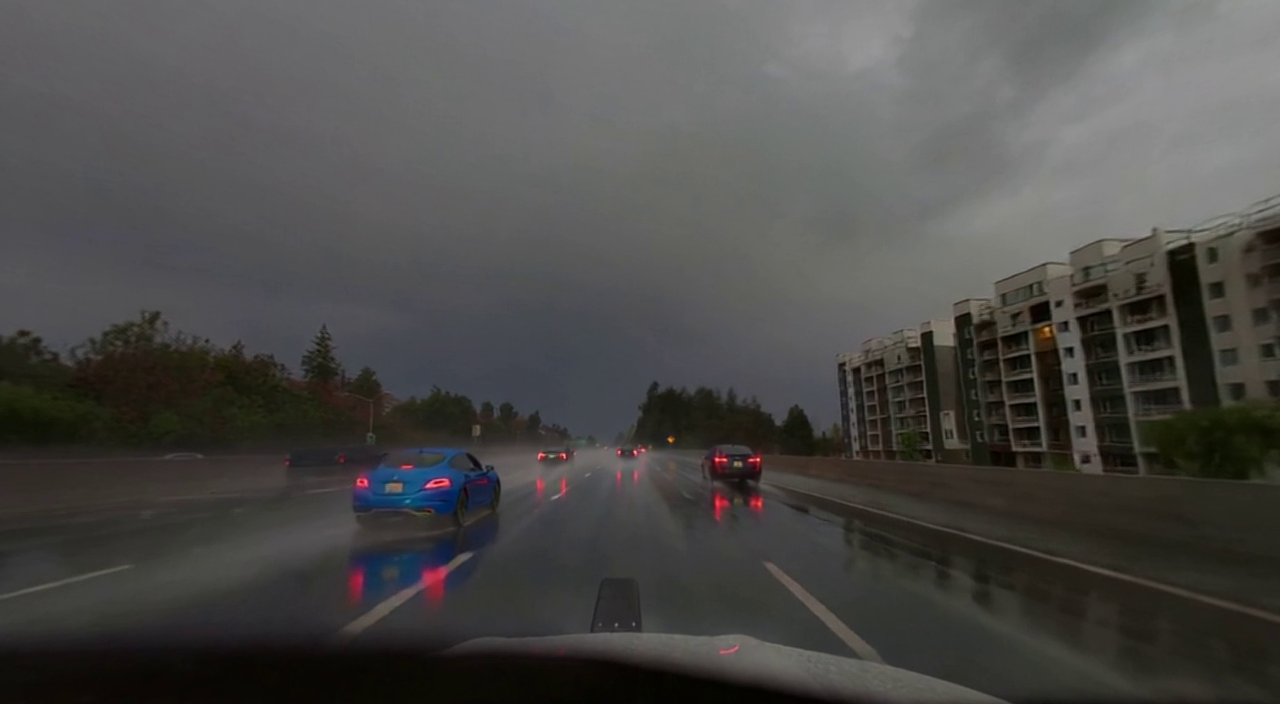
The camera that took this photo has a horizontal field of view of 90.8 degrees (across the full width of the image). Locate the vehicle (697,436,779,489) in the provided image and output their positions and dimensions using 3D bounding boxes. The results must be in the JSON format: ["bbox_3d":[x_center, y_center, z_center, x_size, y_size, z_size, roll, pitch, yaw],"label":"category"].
[{"bbox_3d":[3.314,3.842,22.314,2.061,1.658,4.417,0,-8,-2],"label":"vehicle"}]

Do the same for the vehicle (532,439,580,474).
[{"bbox_3d":[-4.514,5.645,34.452,2.044,1.774,4.329,0,-8,-1],"label":"vehicle"}]

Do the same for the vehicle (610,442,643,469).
[{"bbox_3d":[-0.870,6.732,41.218,2.053,1.650,3.945,0,-8,-1],"label":"vehicle"}]

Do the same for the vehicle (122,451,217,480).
[{"bbox_3d":[-26.153,6.287,35.352,1.816,1.457,4.598,0,-8,0],"label":"vehicle"}]

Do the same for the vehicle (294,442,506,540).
[{"bbox_3d":[-4.027,2.398,11.613,2.124,1.426,4.444,0,-8,0],"label":"vehicle"}]
